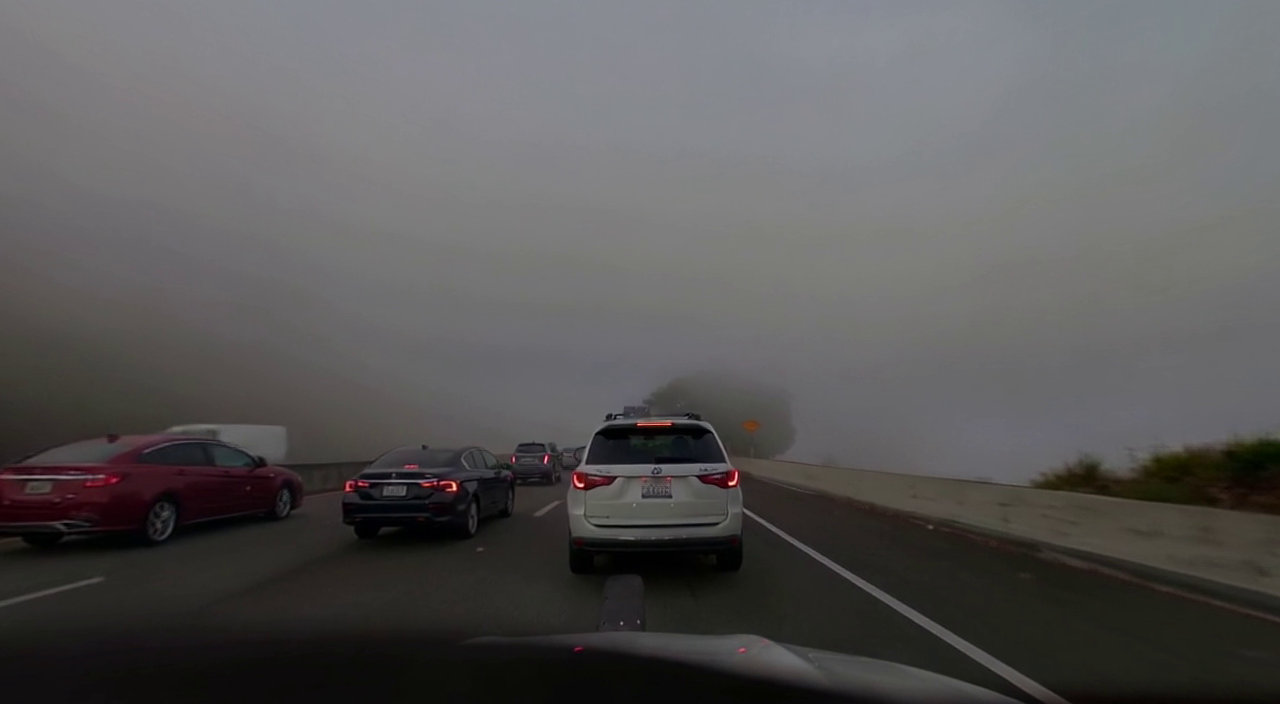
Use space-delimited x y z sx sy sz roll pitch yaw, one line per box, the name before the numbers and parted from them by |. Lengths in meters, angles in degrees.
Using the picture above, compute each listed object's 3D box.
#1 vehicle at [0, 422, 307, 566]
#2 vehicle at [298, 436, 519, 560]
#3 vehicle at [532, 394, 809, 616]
vehicle | -7.479 2.051 9.865 1.986 1.700 4.558 0 -9 1
vehicle | -3.250 2.121 9.840 1.917 1.506 3.949 0 -9 1
vehicle | 0.207 1.633 7.790 2.210 1.760 5.303 0 -9 -1
